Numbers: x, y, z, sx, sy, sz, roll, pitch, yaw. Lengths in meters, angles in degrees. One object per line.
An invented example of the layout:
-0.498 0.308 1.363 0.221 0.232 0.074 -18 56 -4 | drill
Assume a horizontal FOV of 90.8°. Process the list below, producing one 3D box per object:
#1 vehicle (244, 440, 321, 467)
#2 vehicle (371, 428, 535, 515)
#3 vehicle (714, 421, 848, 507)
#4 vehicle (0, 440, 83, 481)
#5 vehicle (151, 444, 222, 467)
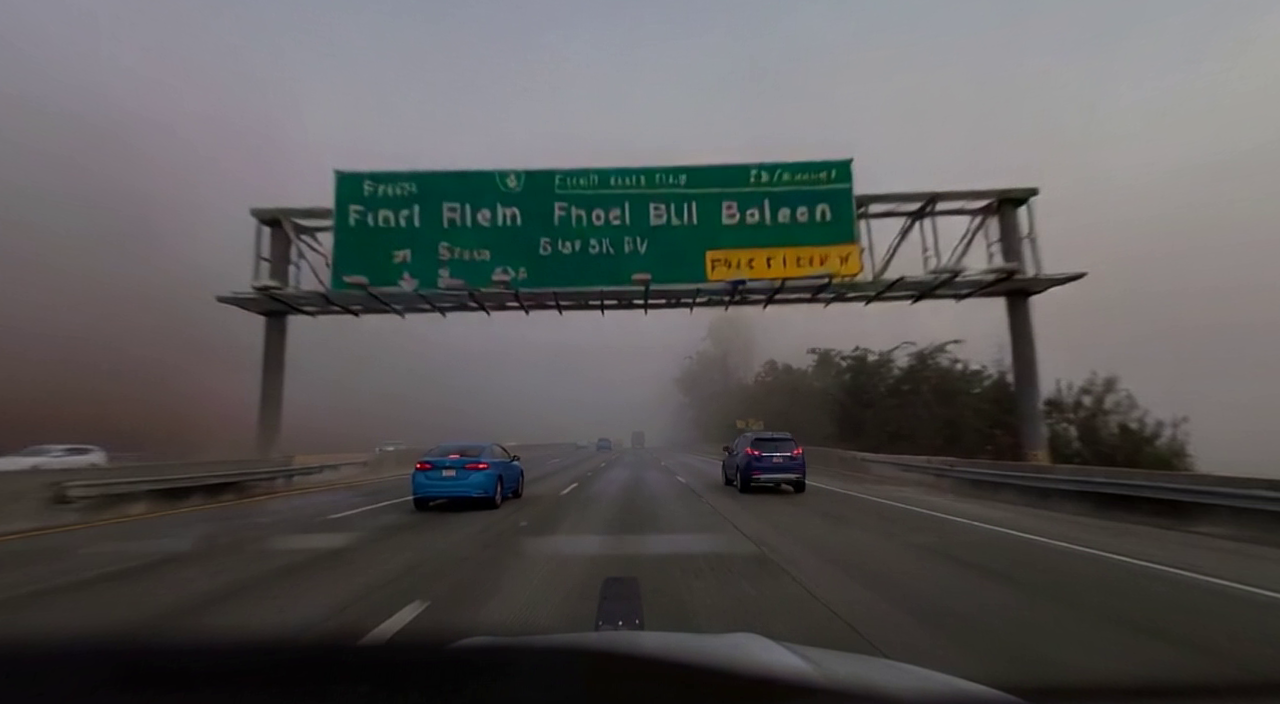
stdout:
-21.552 6.162 38.344 1.879 1.502 4.735 0 -9 0 | vehicle
-3.849 2.580 14.124 2.118 1.573 4.940 0 -9 0 | vehicle
3.078 2.567 14.790 2.053 1.714 4.097 0 -9 -2 | vehicle
-25.190 4.297 25.104 2.132 1.501 4.345 0 -9 0 | vehicle
-33.161 7.556 46.311 1.903 1.566 4.432 0 -9 0 | vehicle
